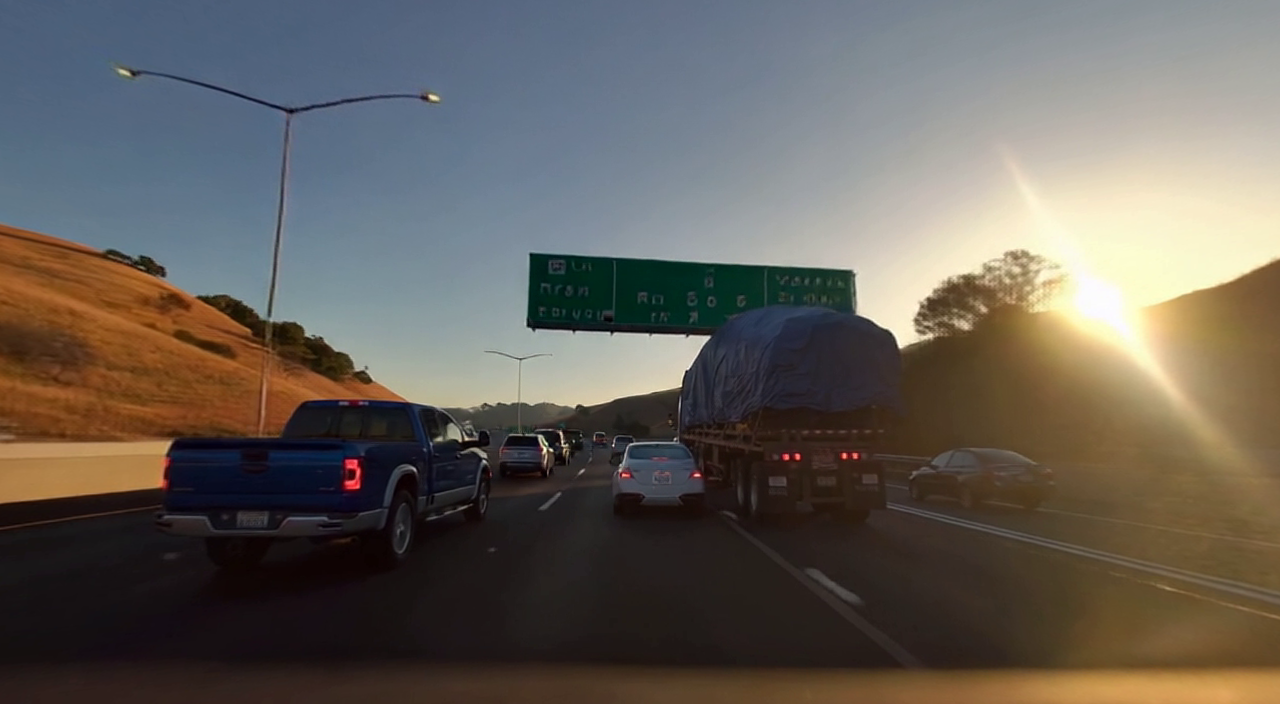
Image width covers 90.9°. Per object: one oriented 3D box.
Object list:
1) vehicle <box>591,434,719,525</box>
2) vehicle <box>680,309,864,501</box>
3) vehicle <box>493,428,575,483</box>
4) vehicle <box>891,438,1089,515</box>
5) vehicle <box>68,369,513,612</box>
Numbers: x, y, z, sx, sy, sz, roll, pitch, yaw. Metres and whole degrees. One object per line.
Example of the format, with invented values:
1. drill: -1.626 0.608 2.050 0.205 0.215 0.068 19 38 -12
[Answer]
1. vehicle: 0.186 2.385 12.430 2.105 1.471 3.978 0 -8 -2
2. vehicle: 3.148 1.878 18.945 2.759 4.098 10.906 0 -8 -2
3. vehicle: -3.787 3.801 23.557 2.348 1.821 5.061 0 -8 -2
4. vehicle: 7.760 2.768 14.595 2.092 1.495 4.194 0 -8 -2
5. vehicle: -3.289 1.466 7.705 2.318 1.902 5.374 0 -8 0
